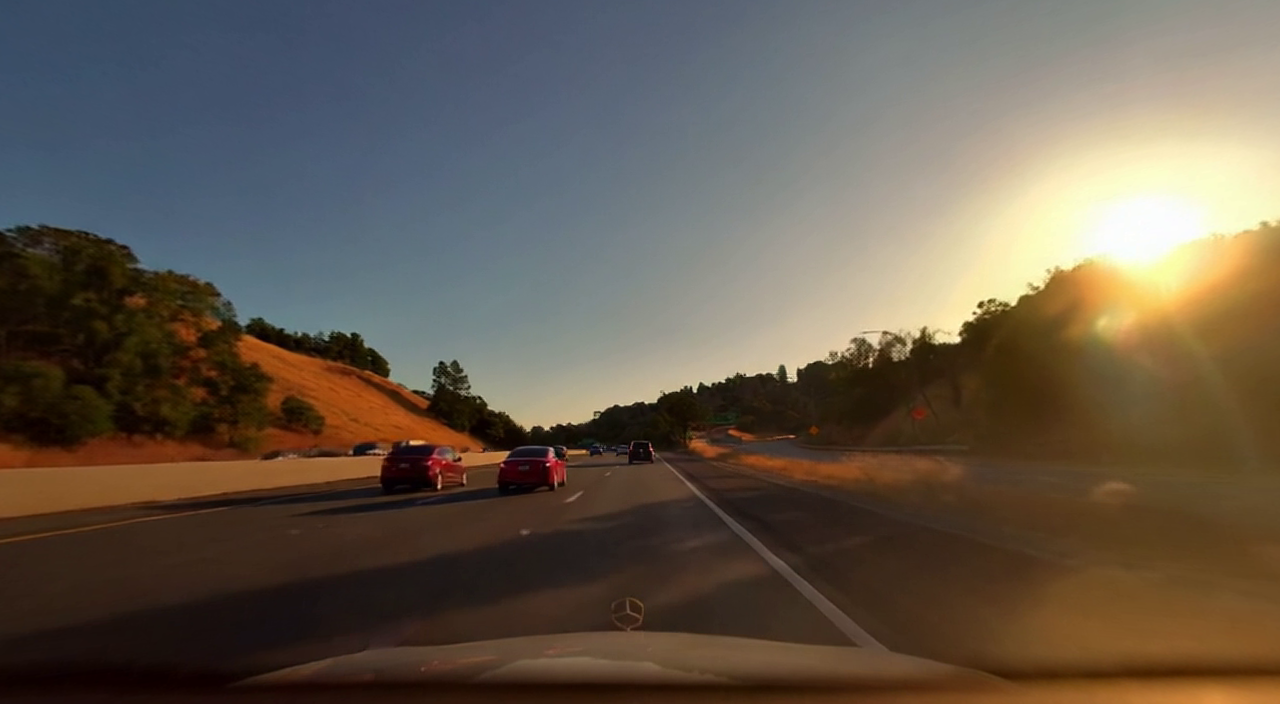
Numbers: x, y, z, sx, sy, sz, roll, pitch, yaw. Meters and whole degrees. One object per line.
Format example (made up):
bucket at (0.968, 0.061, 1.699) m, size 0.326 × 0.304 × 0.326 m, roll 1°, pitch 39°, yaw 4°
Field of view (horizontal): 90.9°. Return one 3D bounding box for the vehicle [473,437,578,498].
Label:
vehicle at (-3.295, 3.449, 19.370) m, size 2.139 × 1.589 × 5.102 m, roll -1°, pitch -8°, yaw 2°

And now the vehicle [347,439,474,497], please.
vehicle at (-6.728, 3.438, 19.161) m, size 2.009 × 1.519 × 4.697 m, roll 0°, pitch -8°, yaw 1°

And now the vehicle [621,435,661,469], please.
vehicle at (0.086, 6.188, 39.097) m, size 2.309 × 1.915 × 5.130 m, roll 0°, pitch -8°, yaw 1°
